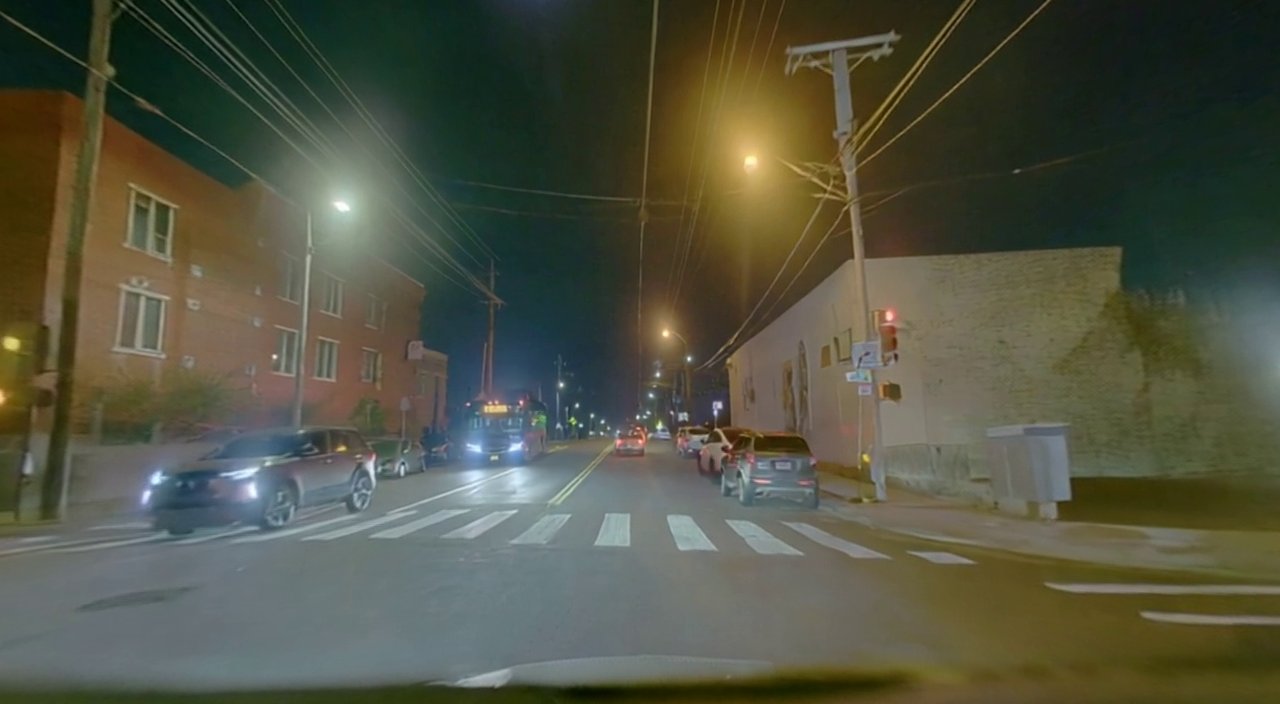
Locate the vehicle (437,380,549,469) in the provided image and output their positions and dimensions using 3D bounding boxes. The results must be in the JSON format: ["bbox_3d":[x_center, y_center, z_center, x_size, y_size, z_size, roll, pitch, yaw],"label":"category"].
[{"bbox_3d":[-6.480,3.646,30.334,3.297,3.342,12.875,1,-8,-5],"label":"vehicle"}]

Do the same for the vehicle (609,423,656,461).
[{"bbox_3d":[-0.401,4.520,31.886,2.190,1.783,4.048,0,-8,-1],"label":"vehicle"}]

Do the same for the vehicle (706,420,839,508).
[{"bbox_3d":[2.937,2.664,15.161,2.171,1.751,4.373,1,-10,-1],"label":"vehicle"}]

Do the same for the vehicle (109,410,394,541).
[{"bbox_3d":[-7.188,2.325,12.741,2.127,2.034,5.559,0,-8,1],"label":"vehicle"}]
